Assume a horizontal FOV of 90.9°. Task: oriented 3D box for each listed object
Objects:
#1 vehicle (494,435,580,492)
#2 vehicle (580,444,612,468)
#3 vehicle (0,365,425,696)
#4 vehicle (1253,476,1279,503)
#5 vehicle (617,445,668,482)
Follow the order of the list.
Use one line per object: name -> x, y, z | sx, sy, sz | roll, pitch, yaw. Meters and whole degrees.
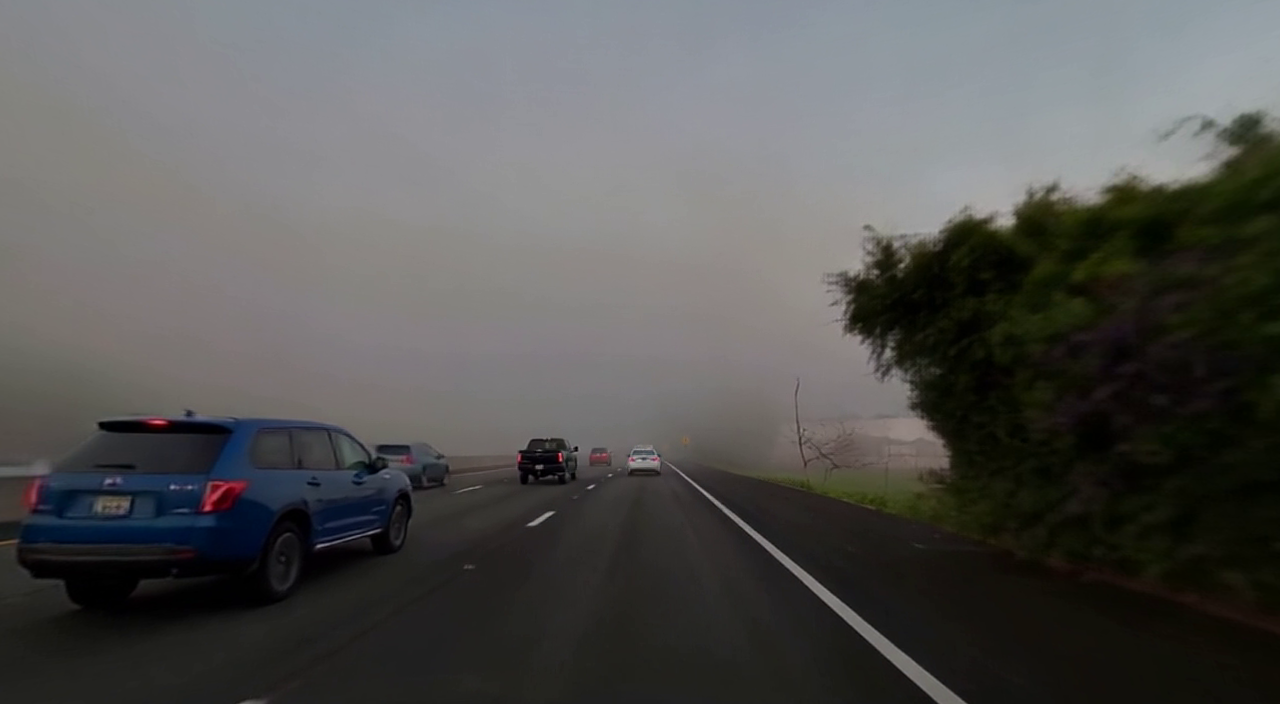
vehicle -> -3.473, 3.867, 22.264 | 2.133, 1.789, 4.518 | -1, -8, 2
vehicle -> -3.280, 7.894, 48.029 | 1.993, 1.717, 4.321 | -1, -8, 2
vehicle -> -4.190, 1.391, 6.277 | 2.198, 1.848, 5.346 | 0, -8, 0
vehicle -> 39.774, 8.550, 39.230 | 4.203, 1.418, 1.942 | 8, -12, -42
vehicle -> 0.106, 4.809, 27.580 | 2.047, 1.473, 3.978 | 0, -8, 0
